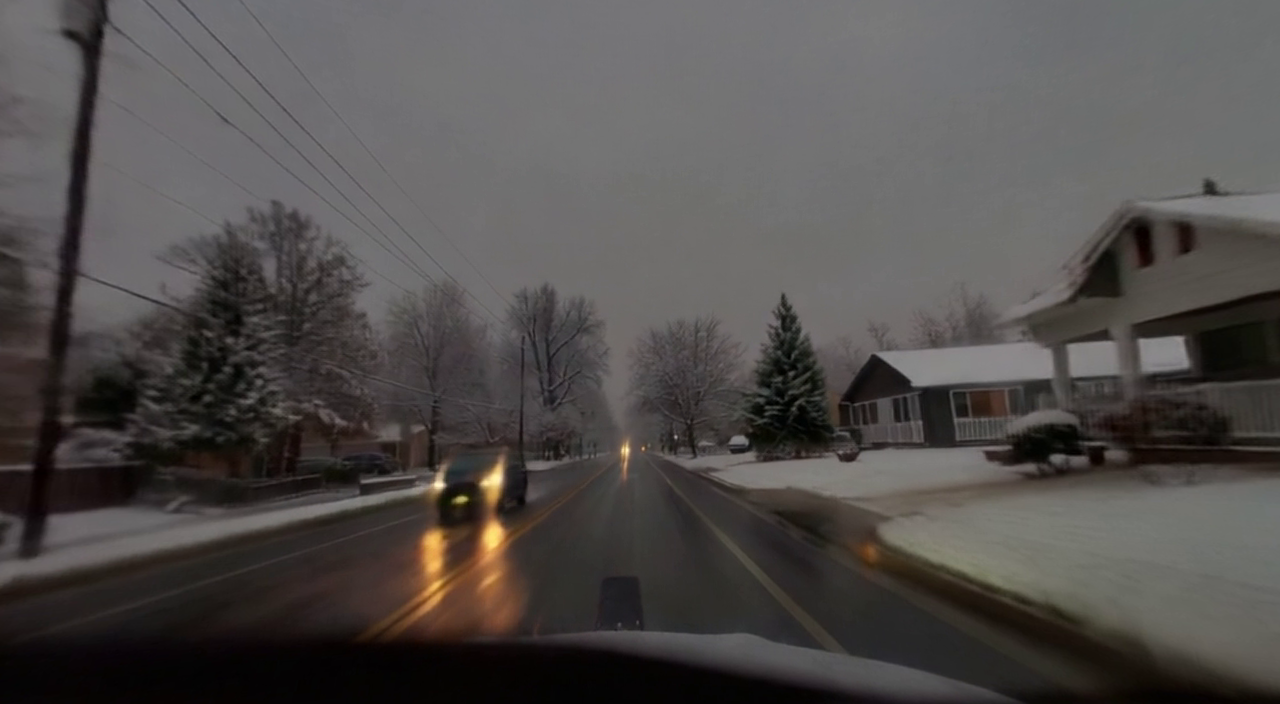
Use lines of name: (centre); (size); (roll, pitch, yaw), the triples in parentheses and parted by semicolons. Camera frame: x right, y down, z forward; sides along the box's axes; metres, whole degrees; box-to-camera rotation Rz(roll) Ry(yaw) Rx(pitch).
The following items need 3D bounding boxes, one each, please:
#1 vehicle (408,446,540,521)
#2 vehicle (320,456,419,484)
vehicle: (-3.824, 3.092, 15.478); (1.996, 1.519, 4.559); (0, -9, 0)
vehicle: (-15.222, 6.636, 35.693); (4.779, 1.453, 1.970); (-2, -9, 9)
